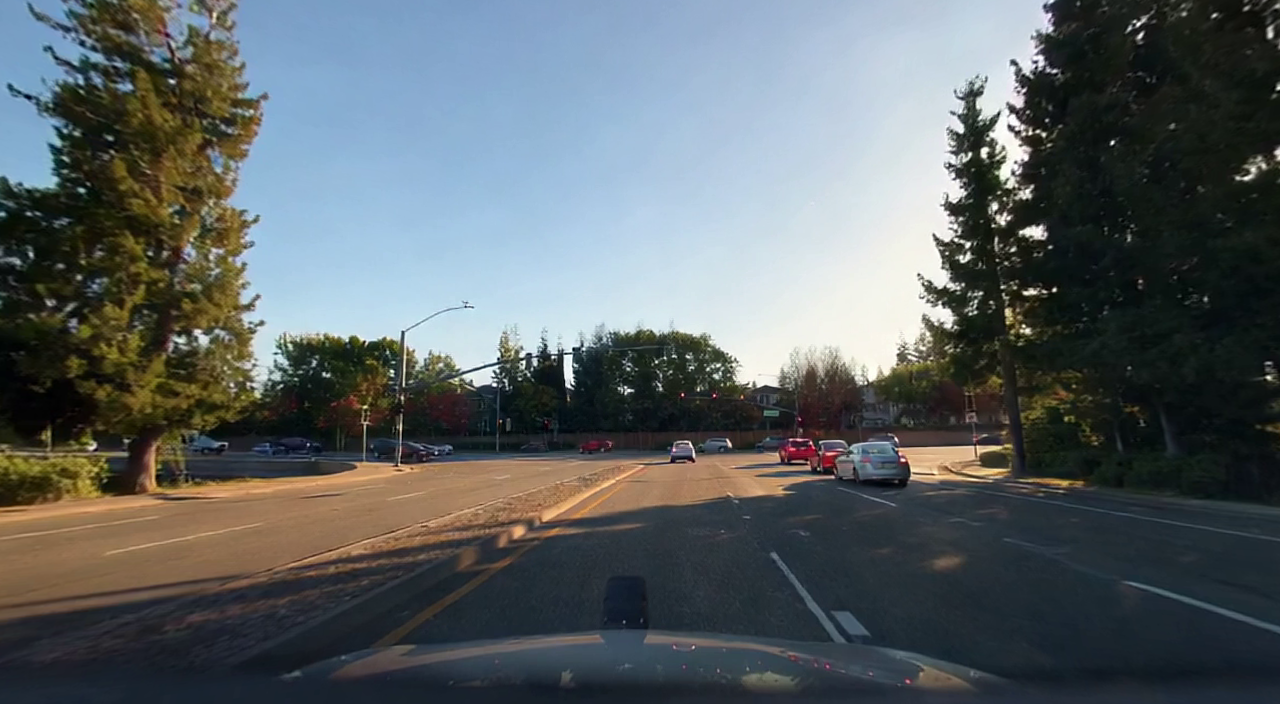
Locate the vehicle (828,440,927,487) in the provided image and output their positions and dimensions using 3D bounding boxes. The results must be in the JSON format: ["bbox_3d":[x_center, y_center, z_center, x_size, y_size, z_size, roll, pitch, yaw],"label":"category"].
[{"bbox_3d":[8.228,3.890,22.369,1.947,1.478,4.731,-1,-8,4],"label":"vehicle"}]

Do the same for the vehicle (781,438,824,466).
[{"bbox_3d":[9.830,6.048,38.444,1.901,1.577,4.348,-1,-8,6],"label":"vehicle"}]

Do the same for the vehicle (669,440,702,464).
[{"bbox_3d":[2.940,6.530,41.302,2.041,1.485,3.813,-1,-8,4],"label":"vehicle"}]
